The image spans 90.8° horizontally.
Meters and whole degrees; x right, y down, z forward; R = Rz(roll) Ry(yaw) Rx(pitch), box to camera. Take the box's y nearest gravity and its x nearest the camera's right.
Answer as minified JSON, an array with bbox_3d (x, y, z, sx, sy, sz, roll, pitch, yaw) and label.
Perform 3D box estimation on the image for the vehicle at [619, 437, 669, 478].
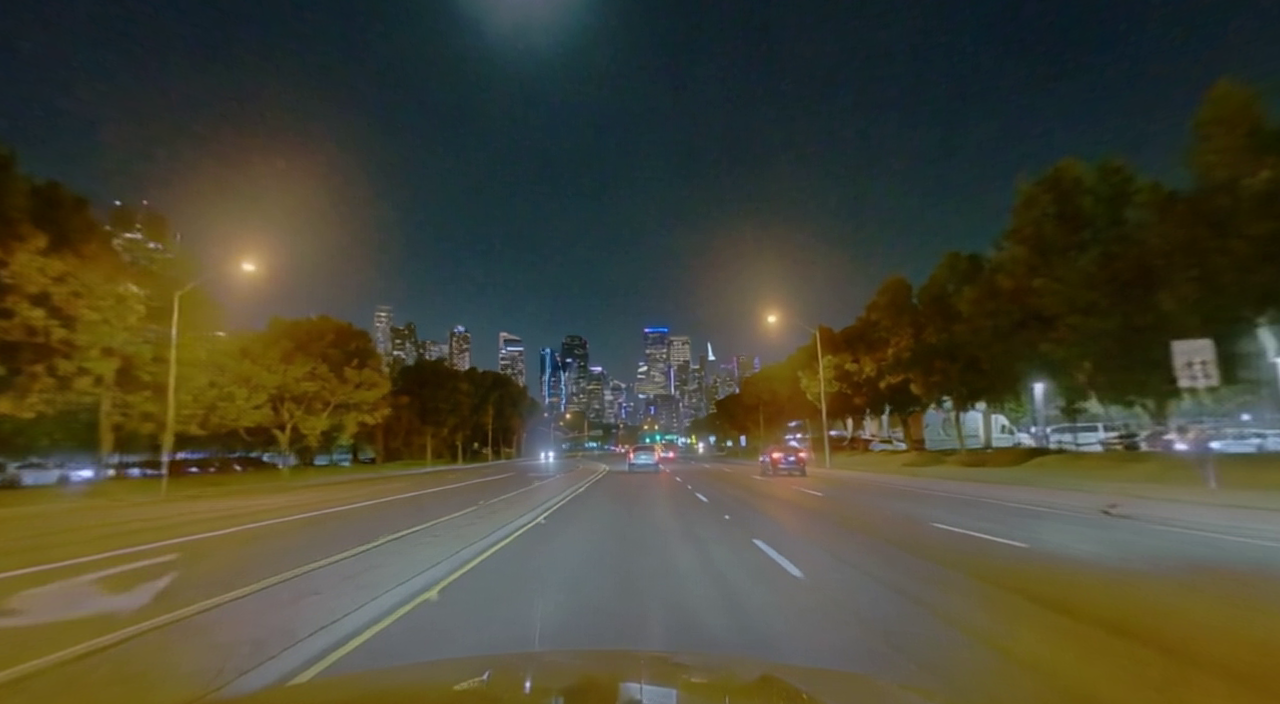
[{"bbox_3d":[0.102,5.014,30.217,2.227,1.794,4.457,0,-9,-2],"label":"vehicle"}]

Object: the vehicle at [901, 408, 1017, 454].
[{"bbox_3d":[24.146,6.054,48.070,7.258,3.283,2.680,-1,-9,0],"label":"vehicle"}]

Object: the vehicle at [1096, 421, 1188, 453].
[{"bbox_3d":[30.066,5.175,38.058,2.138,1.531,4.436,-3,-11,6],"label":"vehicle"}]

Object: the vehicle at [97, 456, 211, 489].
[{"bbox_3d":[-26.857,6.662,35.026,4.541,1.676,2.063,-1,-9,0],"label":"vehicle"}]

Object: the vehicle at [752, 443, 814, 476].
[{"bbox_3d":[7.197,5.474,32.309,2.029,1.548,4.422,0,-9,-2],"label":"vehicle"}]

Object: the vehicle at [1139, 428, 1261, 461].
[{"bbox_3d":[26.018,4.364,29.559,1.887,1.419,4.191,-1,-9,1],"label":"vehicle"}]
